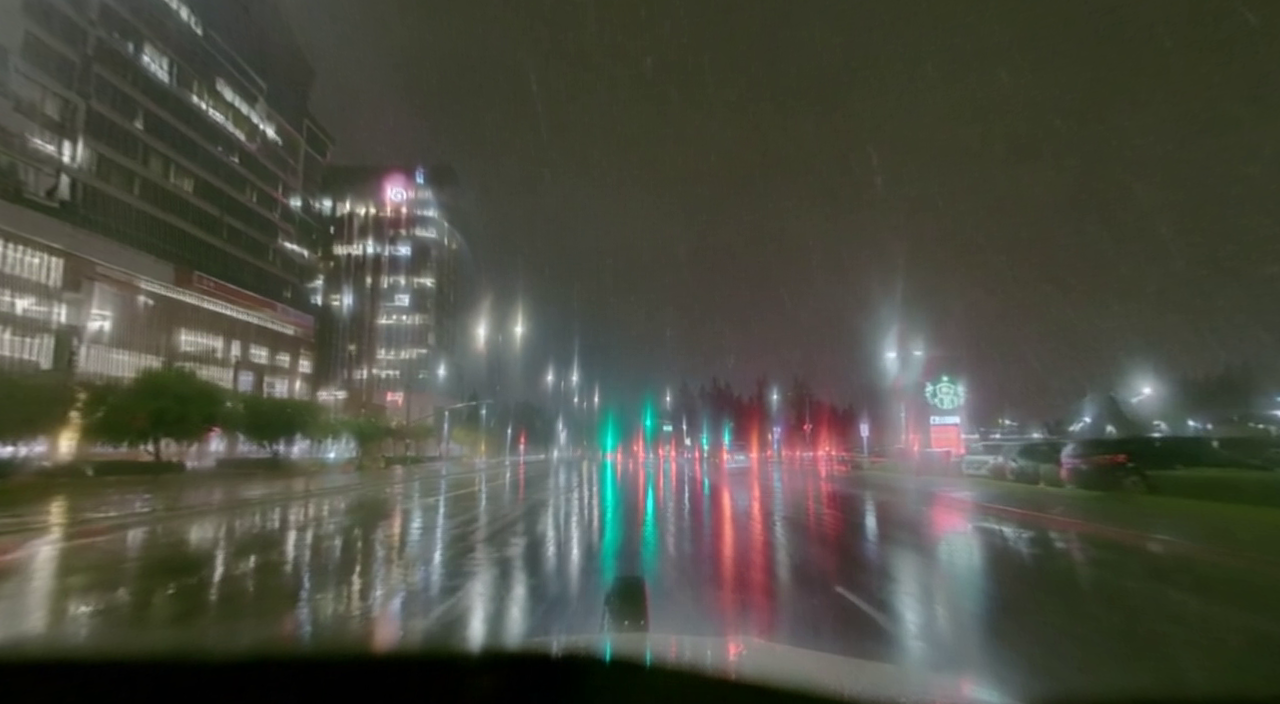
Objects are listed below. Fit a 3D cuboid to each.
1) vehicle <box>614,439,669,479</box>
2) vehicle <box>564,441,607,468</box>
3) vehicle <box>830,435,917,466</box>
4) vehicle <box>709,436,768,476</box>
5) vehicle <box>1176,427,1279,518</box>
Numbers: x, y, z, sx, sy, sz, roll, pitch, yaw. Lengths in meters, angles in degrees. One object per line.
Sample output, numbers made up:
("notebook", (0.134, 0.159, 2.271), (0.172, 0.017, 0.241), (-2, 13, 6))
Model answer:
("vehicle", (0.063, 4.316, 25.741), (2.059, 1.477, 3.988), (0, -8, 1))
("vehicle", (-3.204, 6.082, 37.723), (2.029, 1.482, 4.591), (0, -8, 2))
("vehicle", (15.192, 6.429, 41.145), (4.775, 1.728, 1.996), (-2, -9, 0))
("vehicle", (4.480, 4.776, 29.178), (2.007, 1.683, 4.171), (0, -8, 0))
("vehicle", (13.521, 2.441, 13.146), (4.346, 1.667, 2.022), (5, -10, -29))
